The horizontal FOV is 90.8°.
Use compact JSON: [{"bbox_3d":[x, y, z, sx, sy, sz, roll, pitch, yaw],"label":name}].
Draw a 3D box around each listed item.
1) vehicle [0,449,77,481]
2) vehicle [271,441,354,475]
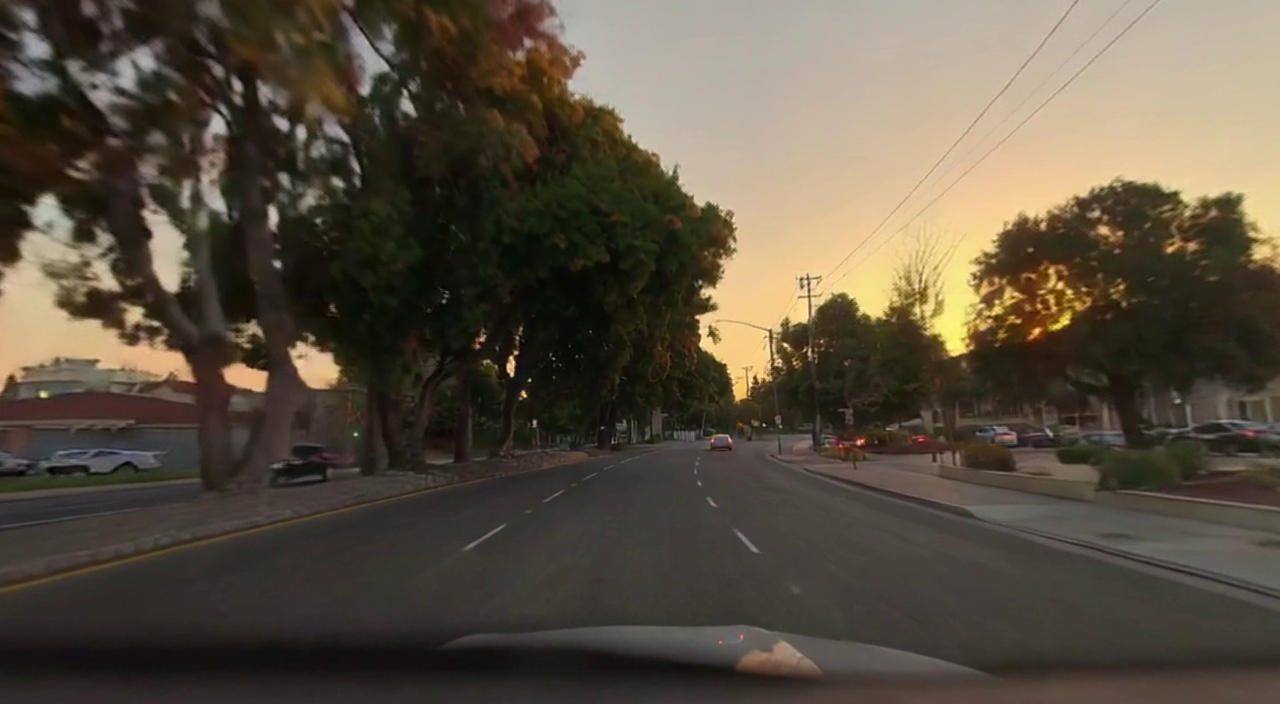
[{"bbox_3d":[-30.908,5.555,31.179,1.884,1.490,4.627,0,-9,1],"label":"vehicle"},{"bbox_3d":[-17.822,5.792,34.654,1.970,1.696,4.410,-1,-9,4],"label":"vehicle"}]
